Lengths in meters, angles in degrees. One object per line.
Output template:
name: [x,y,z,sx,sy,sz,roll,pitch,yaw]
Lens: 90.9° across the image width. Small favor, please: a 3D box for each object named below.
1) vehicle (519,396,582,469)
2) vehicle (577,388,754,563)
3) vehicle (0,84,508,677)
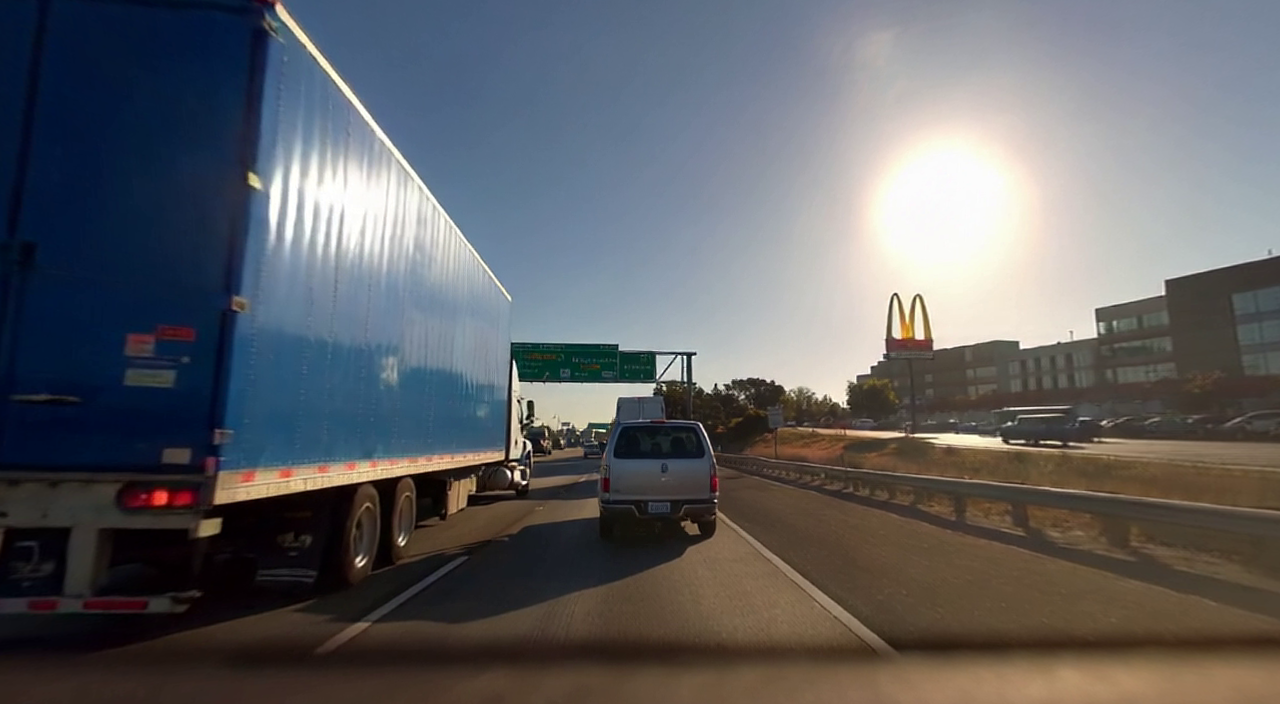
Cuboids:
vehicle: [-4.854,4.699,36.071,2.617,3.604,9.499,0,-9,-3]
vehicle: [0.191,1.661,9.052,1.947,1.910,4.040,0,-9,-3]
vehicle: [-3.971,0.689,7.931,2.814,3.513,8.529,0,-9,-1]
